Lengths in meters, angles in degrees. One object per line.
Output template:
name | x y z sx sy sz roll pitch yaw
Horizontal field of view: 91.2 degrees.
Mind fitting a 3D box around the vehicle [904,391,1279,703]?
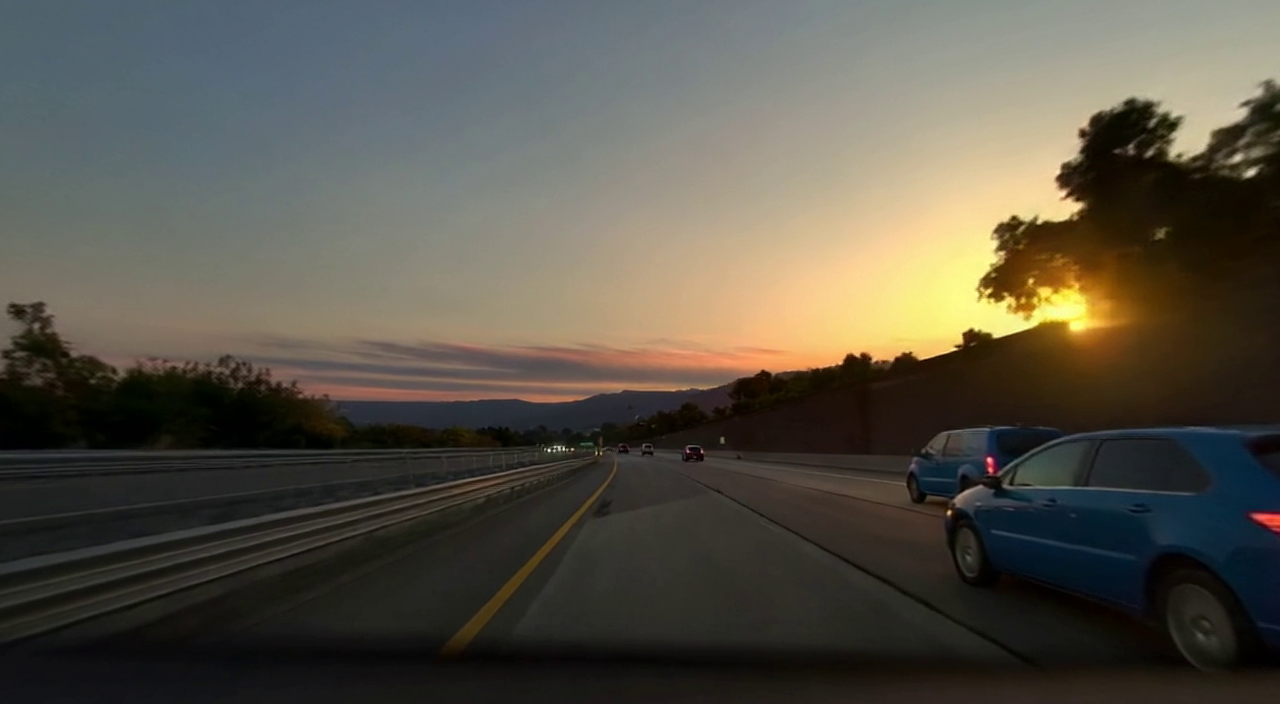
vehicle | 3.647 1.186 4.025 2.002 1.604 4.265 -1 -9 0
